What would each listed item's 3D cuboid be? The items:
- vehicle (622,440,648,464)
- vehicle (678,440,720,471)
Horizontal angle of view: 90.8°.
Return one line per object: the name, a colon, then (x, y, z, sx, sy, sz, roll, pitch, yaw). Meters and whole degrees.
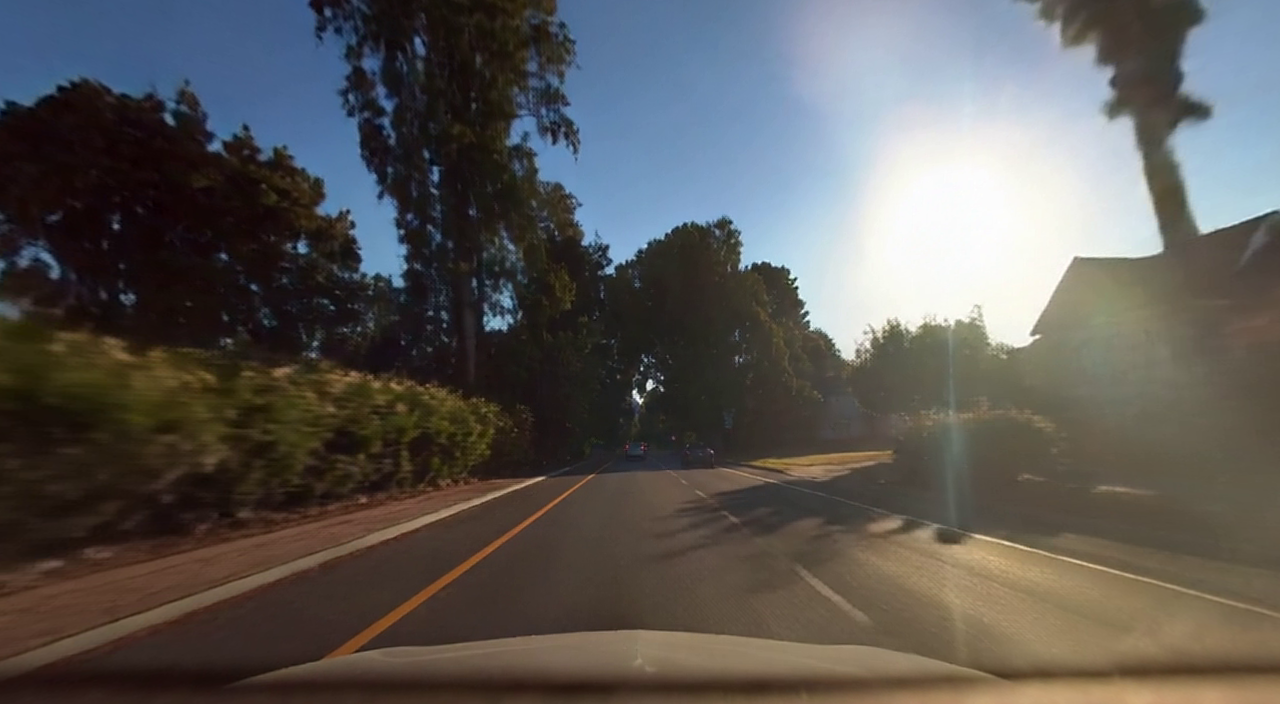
vehicle: (-0.417, 7.877, 49.944, 1.925, 1.799, 4.257, 0, -8, -1)
vehicle: (3.296, 5.910, 36.150, 1.888, 1.640, 4.044, 0, -8, -2)
